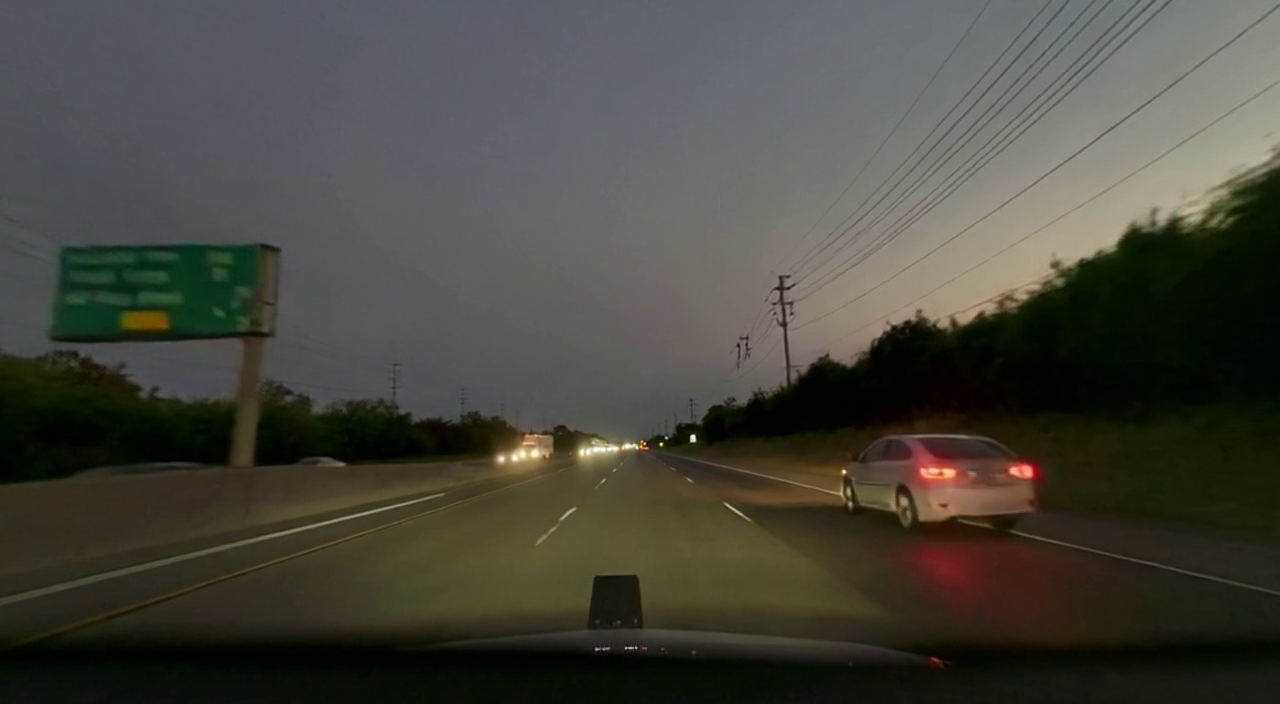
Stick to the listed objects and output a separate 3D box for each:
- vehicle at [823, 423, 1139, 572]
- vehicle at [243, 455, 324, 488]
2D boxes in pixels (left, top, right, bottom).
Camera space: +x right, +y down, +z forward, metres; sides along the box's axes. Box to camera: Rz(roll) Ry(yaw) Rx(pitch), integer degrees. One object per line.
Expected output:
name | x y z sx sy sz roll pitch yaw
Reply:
vehicle | 4.256 1.870 8.801 2.054 1.565 4.089 0 -9 -1
vehicle | -19.373 6.463 34.251 1.907 1.622 4.260 0 -9 0
